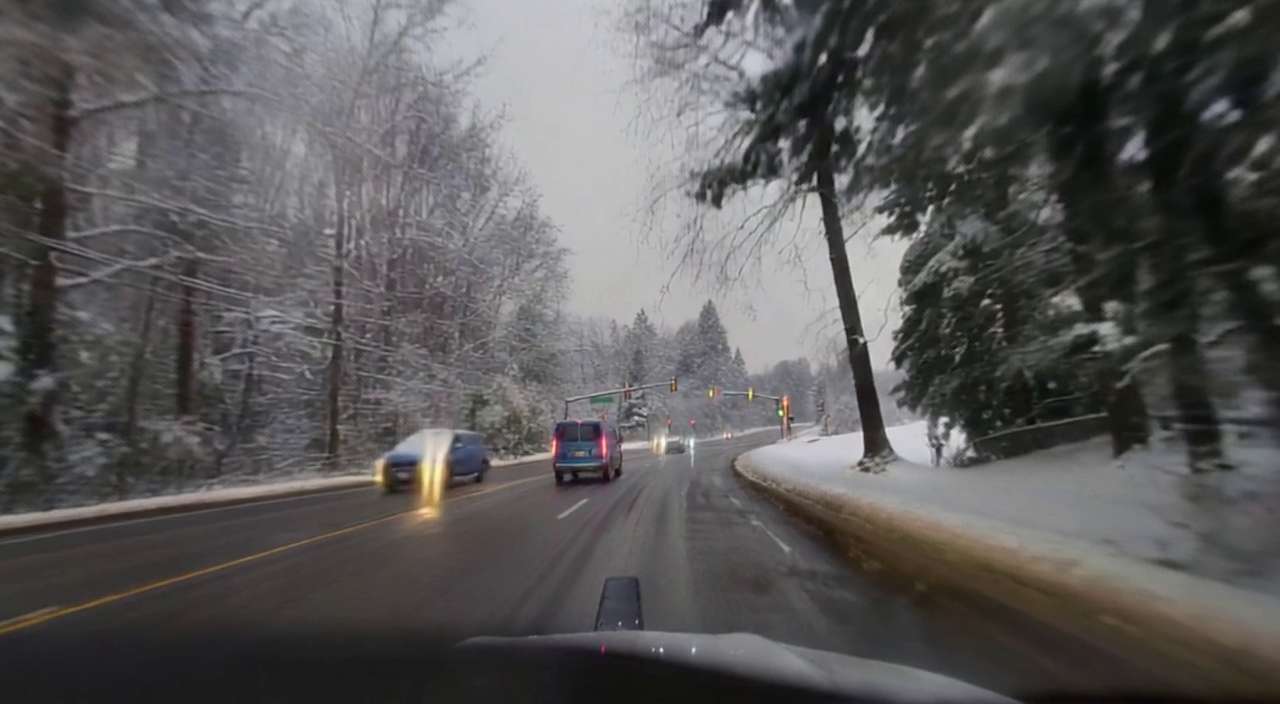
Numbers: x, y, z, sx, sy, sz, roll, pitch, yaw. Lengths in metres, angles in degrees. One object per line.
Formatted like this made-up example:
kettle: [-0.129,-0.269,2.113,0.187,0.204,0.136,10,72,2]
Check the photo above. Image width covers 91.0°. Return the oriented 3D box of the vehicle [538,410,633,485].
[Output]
vehicle: [-1.625,3.168,21.021,2.362,2.185,5.212,-1,-8,4]

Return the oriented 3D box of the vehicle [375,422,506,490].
vehicle: [-5.494,2.973,18.087,1.968,1.674,4.451,-2,-9,5]
